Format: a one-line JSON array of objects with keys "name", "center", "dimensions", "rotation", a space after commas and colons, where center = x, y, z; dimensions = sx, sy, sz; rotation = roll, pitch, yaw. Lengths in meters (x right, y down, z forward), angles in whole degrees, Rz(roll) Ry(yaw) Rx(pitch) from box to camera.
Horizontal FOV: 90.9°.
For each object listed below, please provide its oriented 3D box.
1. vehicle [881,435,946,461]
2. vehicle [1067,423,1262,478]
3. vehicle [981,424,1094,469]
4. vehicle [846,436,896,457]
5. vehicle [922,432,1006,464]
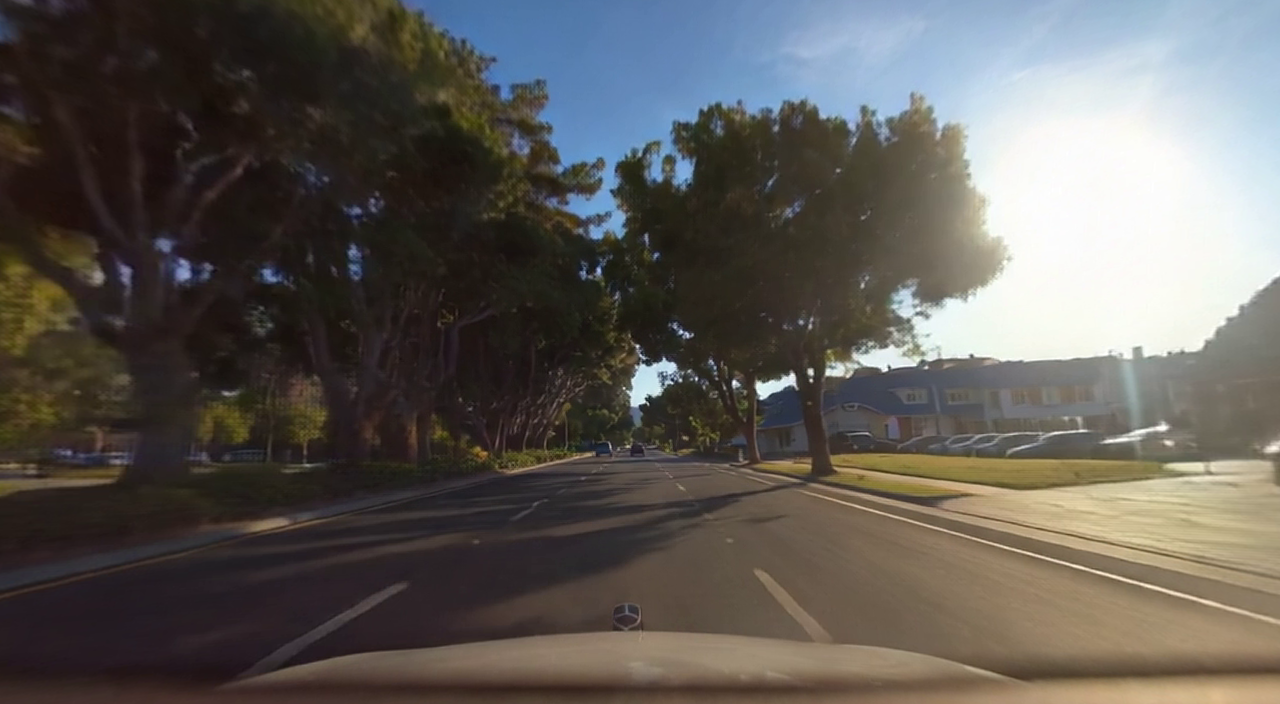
[{"name": "vehicle", "center": [16.880, 5.974, 39.150], "dimensions": [1.804, 1.468, 4.699], "rotation": [0, -9, -2]}, {"name": "vehicle", "center": [16.110, 3.073, 19.828], "dimensions": [1.829, 1.505, 5.023], "rotation": [0, -8, 0]}, {"name": "vehicle", "center": [16.471, 3.952, 26.433], "dimensions": [2.046, 1.714, 4.199], "rotation": [0, -8, 2]}, {"name": "vehicle", "center": [16.912, 6.949, 46.401], "dimensions": [1.825, 1.458, 4.689], "rotation": [0, -9, -1]}, {"name": "vehicle", "center": [16.559, 4.973, 32.545], "dimensions": [1.968, 1.511, 4.497], "rotation": [0, -9, 0]}]
